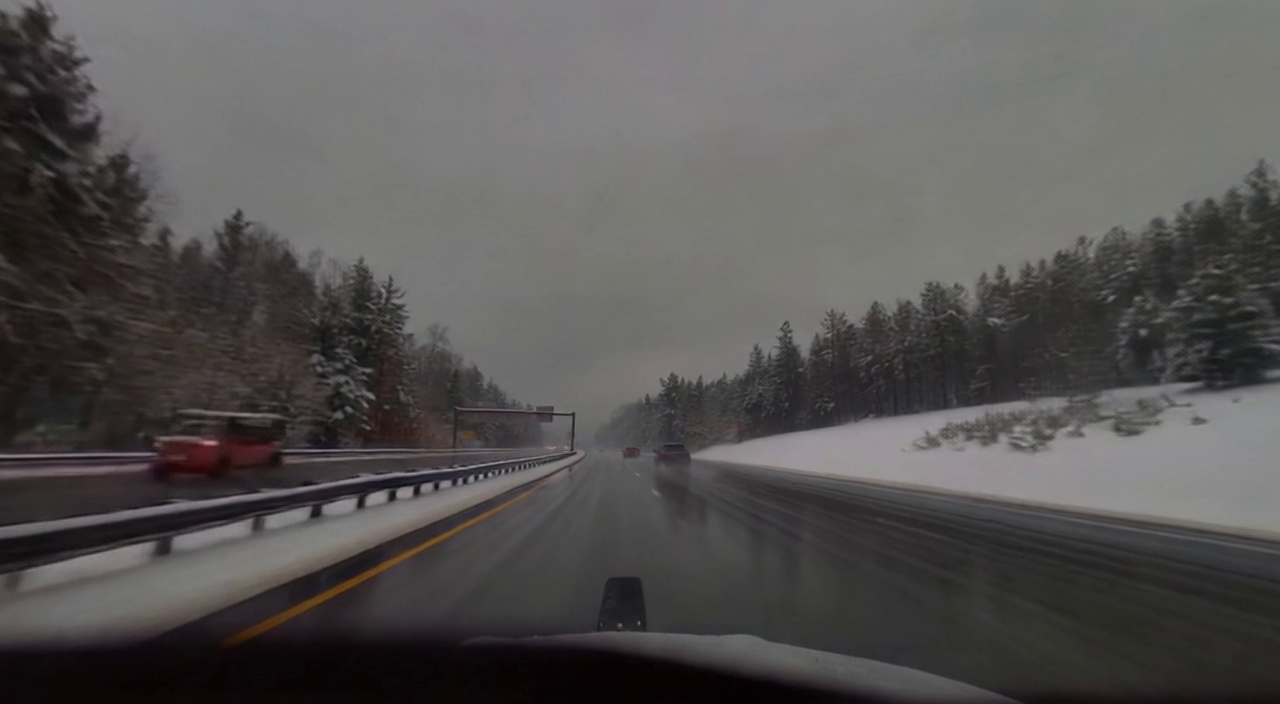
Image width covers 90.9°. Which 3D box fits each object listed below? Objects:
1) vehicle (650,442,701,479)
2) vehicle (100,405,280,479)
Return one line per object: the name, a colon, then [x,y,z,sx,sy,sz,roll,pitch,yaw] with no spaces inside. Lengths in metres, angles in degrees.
vehicle: [1.573,5.008,29.405,2.011,1.590,3.607,1,-8,-3]
vehicle: [-15.134,3.116,21.746,2.293,2.215,5.346,1,-8,-2]
